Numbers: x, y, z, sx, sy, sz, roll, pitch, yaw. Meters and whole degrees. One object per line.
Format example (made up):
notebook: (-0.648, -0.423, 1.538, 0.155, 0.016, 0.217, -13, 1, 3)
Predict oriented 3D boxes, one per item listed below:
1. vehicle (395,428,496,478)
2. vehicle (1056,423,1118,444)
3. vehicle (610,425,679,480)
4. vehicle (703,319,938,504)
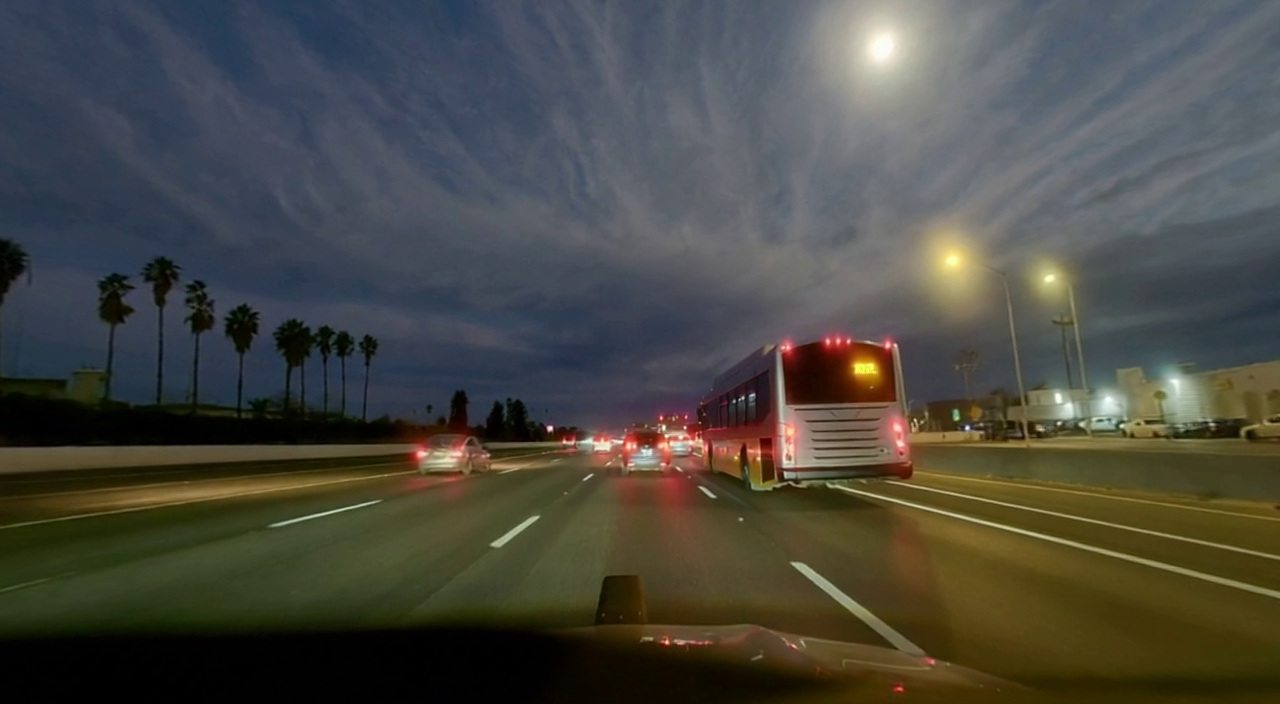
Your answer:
vehicle: (-7.377, 3.915, 24.508, 2.291, 1.729, 4.879, 0, -8, 1)
vehicle: (32.450, 5.978, 45.812, 1.795, 1.481, 3.986, -1, -9, 5)
vehicle: (0.167, 3.606, 22.759, 2.268, 1.796, 4.280, 0, -8, 0)
vehicle: (4.194, 2.184, 19.402, 3.020, 3.622, 14.302, 0, -8, 0)
